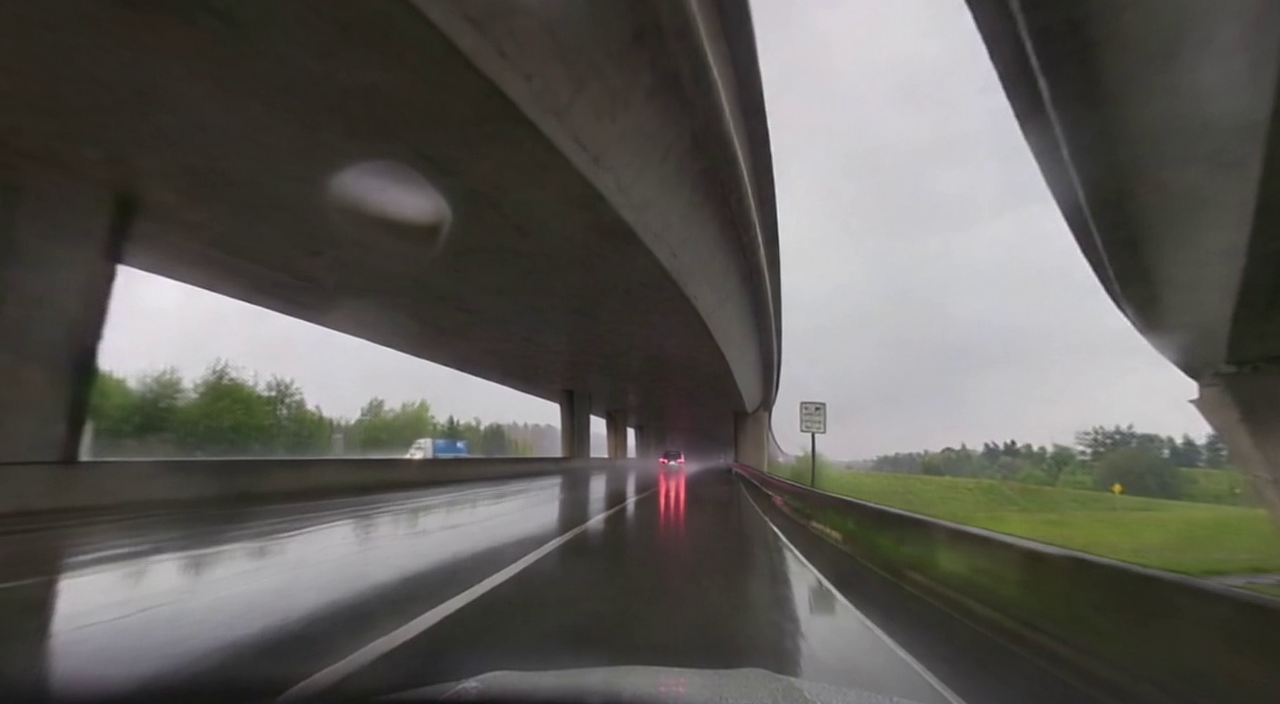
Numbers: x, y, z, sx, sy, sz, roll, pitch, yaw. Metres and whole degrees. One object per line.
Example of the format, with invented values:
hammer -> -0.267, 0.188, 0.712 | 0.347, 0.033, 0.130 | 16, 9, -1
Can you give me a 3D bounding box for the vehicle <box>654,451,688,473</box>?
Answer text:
vehicle -> 2.178, 7.511, 43.188 | 1.940, 1.444, 4.024 | -2, -9, 9
